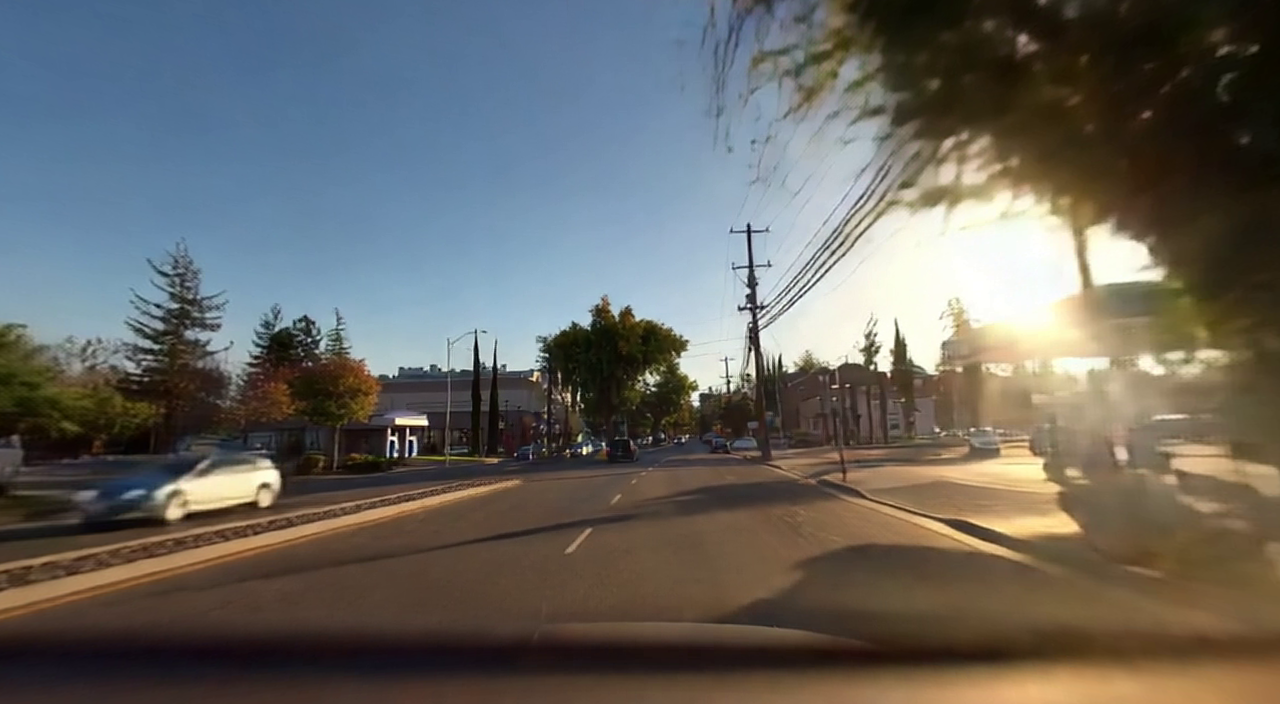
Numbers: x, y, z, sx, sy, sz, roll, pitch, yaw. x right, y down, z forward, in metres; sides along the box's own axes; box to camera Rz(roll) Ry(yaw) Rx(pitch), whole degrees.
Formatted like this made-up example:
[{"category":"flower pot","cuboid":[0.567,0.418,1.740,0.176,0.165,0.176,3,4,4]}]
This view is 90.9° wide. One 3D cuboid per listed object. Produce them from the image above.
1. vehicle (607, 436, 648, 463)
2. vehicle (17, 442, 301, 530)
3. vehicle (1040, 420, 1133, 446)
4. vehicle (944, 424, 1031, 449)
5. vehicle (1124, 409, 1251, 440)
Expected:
[{"category":"vehicle","cuboid":[-0.700,5.774,37.528,2.073,1.525,3.968,-1,-8,4]},{"category":"vehicle","cuboid":[-9.643,2.660,13.340,2.021,1.480,4.800,-1,-8,4]},{"category":"vehicle","cuboid":[28.424,5.226,40.372,1.901,1.509,4.610,2,-8,-15]},{"category":"vehicle","cuboid":[22.582,5.538,41.257,1.908,1.474,4.885,1,-9,-19]},{"category":"vehicle","cuboid":[37.218,5.056,43.166,2.249,1.918,6.120,2,-8,-17]}]
